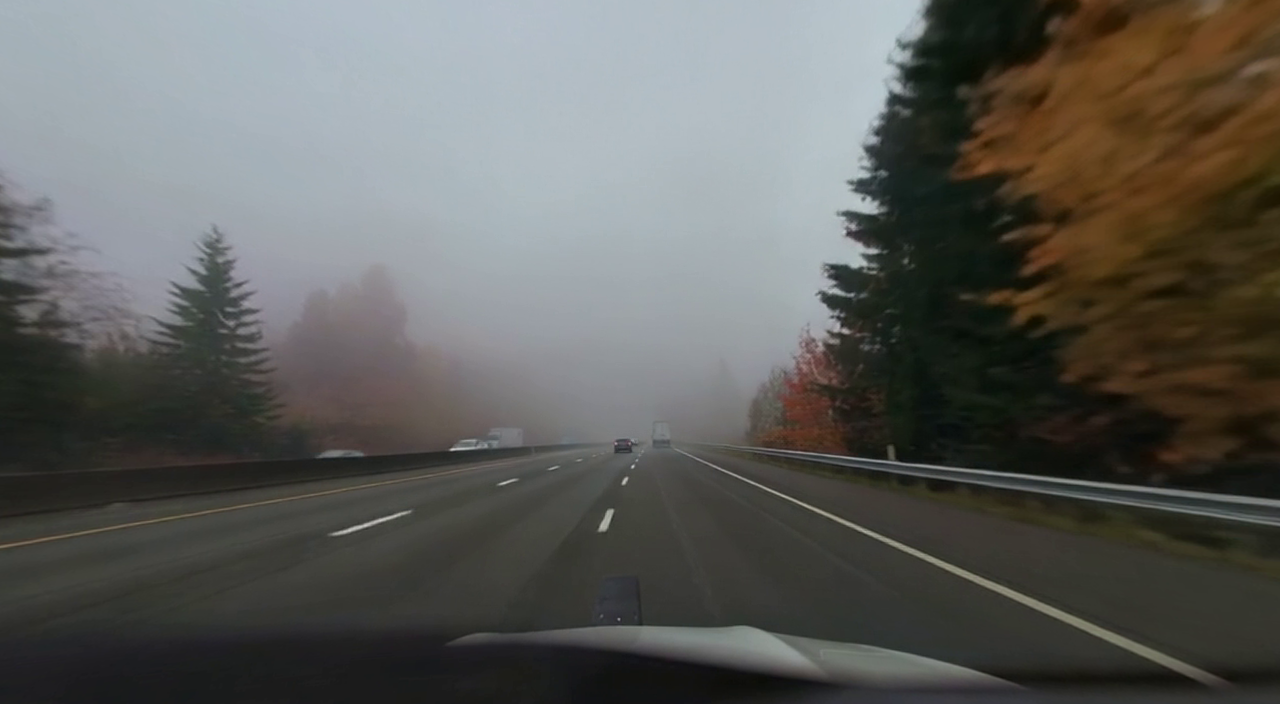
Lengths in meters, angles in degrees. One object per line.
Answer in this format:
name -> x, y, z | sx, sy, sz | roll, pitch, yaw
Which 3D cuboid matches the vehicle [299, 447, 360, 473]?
vehicle -> -19.199, 6.644, 38.948 | 1.774, 1.458, 3.786 | -1, -8, 1
